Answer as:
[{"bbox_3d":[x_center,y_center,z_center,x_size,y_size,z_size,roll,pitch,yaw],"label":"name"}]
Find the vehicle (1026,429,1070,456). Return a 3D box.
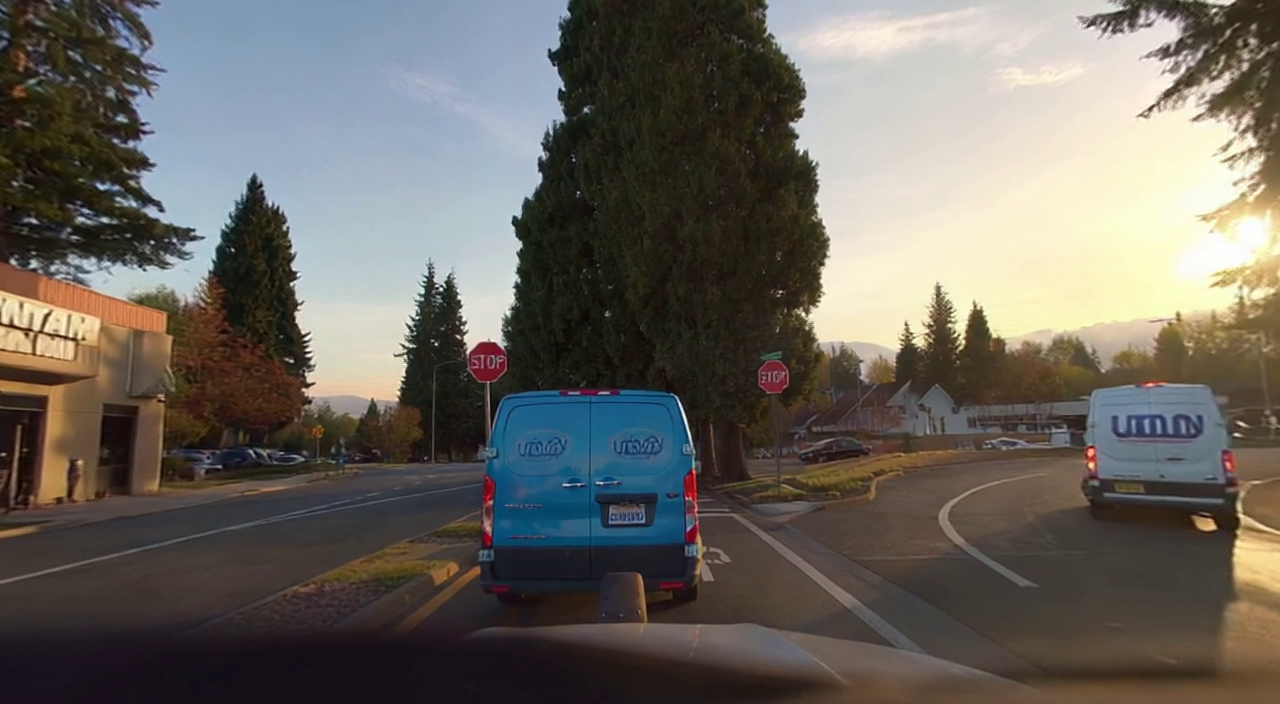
[{"bbox_3d":[29.203,6.491,45.134,2.079,1.797,5.345,-7,-11,37],"label":"vehicle"}]

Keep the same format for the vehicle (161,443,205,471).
[{"bbox_3d":[-29.803,6.841,41.333,1.913,1.682,4.120,5,-10,-31],"label":"vehicle"}]

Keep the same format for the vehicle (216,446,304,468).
[{"bbox_3d":[-25.924,7.172,43.217,4.670,1.472,1.851,1,-9,-9],"label":"vehicle"}]

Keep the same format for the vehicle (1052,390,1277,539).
[{"bbox_3d":[9.775,2.112,12.449,2.385,2.196,5.640,-5,-10,30],"label":"vehicle"}]

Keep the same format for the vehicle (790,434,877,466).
[{"bbox_3d":[10.532,5.310,34.290,4.512,1.659,1.985,5,-10,-32],"label":"vehicle"}]

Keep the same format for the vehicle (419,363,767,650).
[{"bbox_3d":[-0.210,1.325,6.421,2.237,1.828,4.546,0,-9,3],"label":"vehicle"}]
